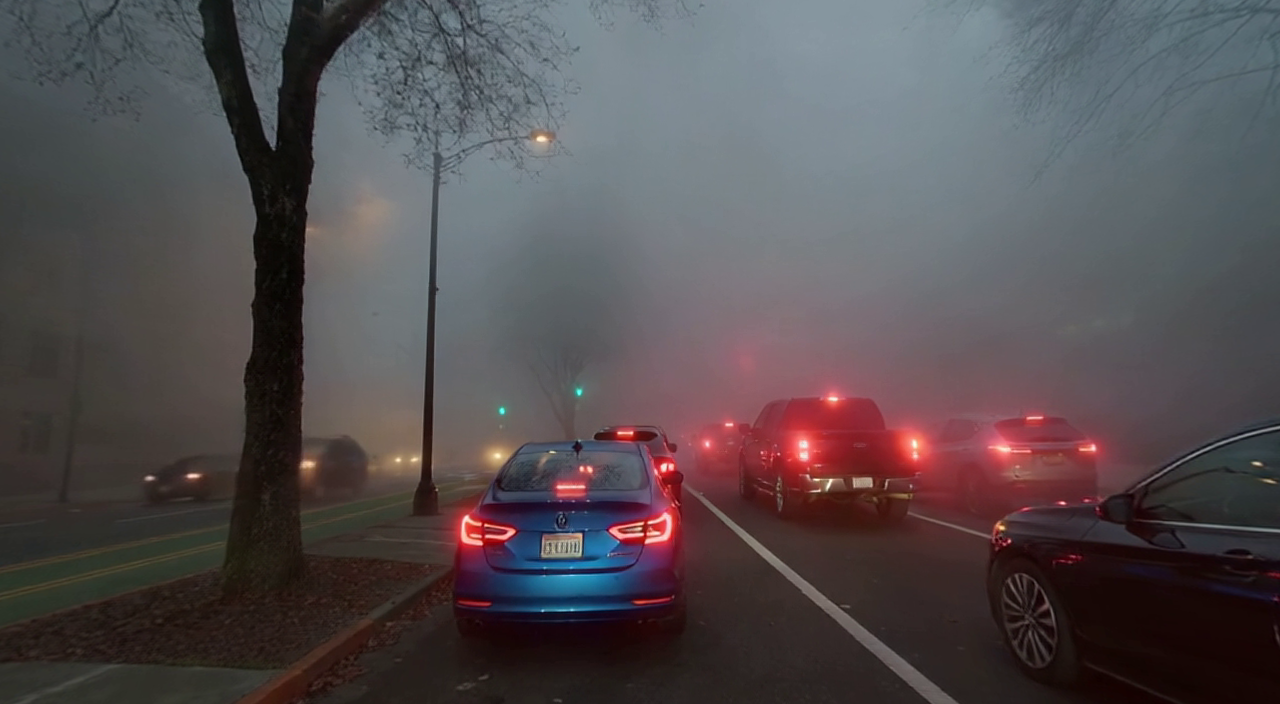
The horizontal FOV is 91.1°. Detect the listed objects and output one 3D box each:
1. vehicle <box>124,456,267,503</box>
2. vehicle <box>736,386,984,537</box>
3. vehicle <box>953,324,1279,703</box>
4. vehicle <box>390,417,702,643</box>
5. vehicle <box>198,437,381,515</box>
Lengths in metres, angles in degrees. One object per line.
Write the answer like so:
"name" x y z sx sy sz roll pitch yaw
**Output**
"vehicle" -16.460 4.689 23.587 1.921 1.499 4.566 0 -9 2
"vehicle" 3.517 1.959 11.710 2.444 2.098 5.766 0 -9 -1
"vehicle" 3.160 0.763 2.079 1.982 1.709 4.427 0 -9 1
"vehicle" -0.581 1.504 6.331 2.111 1.506 4.018 0 -9 2
"vehicle" -8.816 3.116 16.409 1.986 1.712 4.686 0 -9 1
